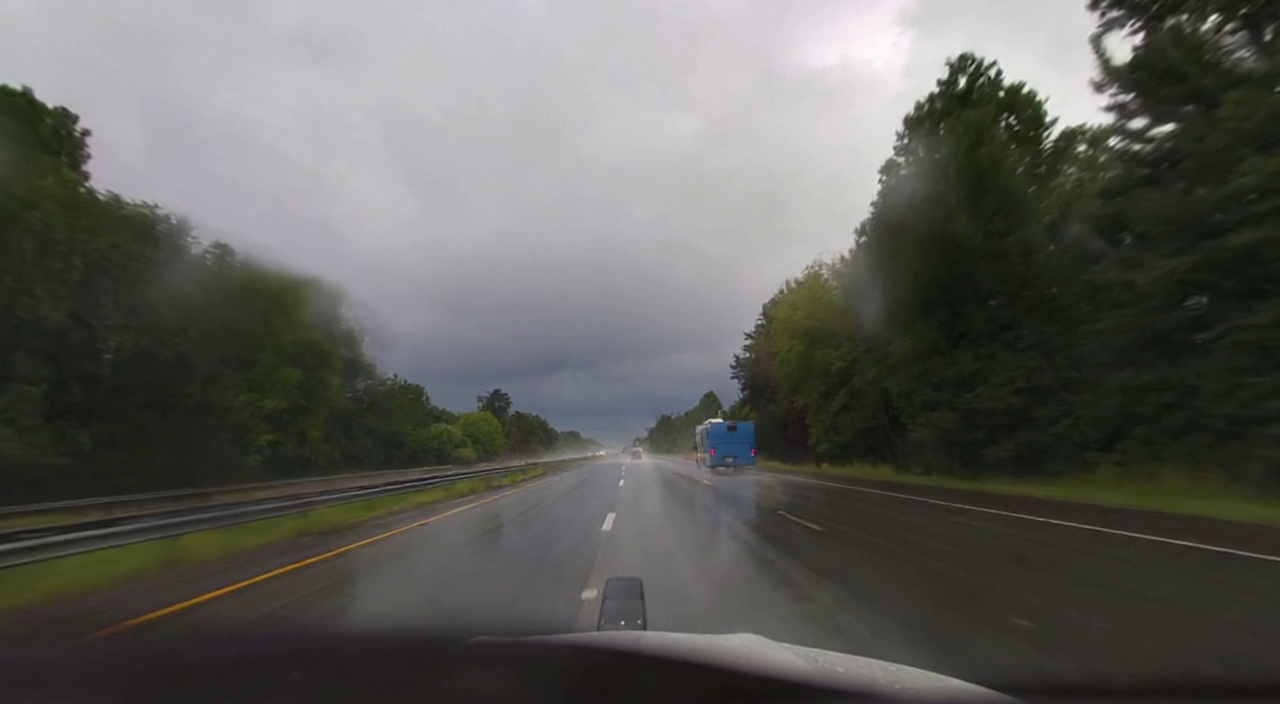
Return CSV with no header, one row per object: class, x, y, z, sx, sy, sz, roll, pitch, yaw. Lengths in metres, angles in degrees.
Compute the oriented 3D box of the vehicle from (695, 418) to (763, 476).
vehicle,4.625,5.130,33.955,2.556,2.763,6.287,0,-9,-2
